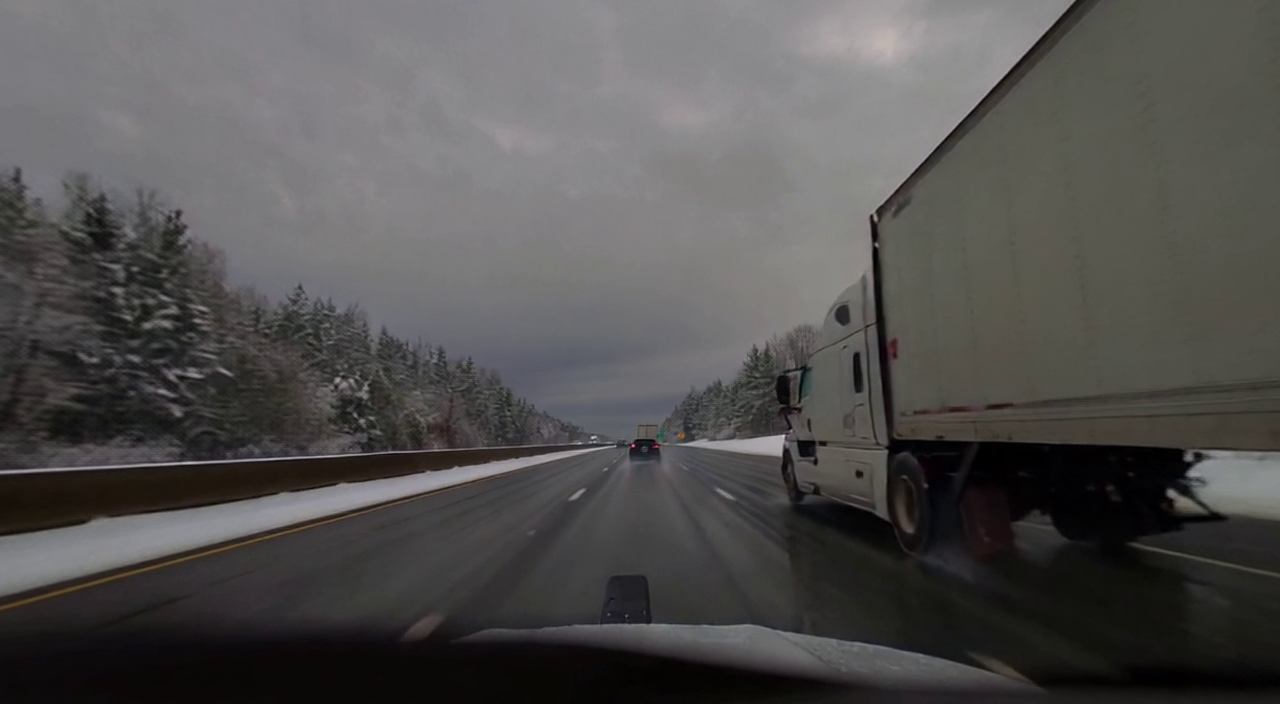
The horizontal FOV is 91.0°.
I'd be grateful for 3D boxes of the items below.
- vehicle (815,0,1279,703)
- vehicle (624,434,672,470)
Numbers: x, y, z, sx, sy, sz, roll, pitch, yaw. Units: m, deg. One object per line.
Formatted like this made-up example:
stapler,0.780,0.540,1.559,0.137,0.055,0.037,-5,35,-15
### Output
vehicle,4.039,-0.508,1.635,3.005,4.131,14.221,0,-8,0
vehicle,0.346,4.760,30.145,2.139,1.607,4.034,0,-8,0
